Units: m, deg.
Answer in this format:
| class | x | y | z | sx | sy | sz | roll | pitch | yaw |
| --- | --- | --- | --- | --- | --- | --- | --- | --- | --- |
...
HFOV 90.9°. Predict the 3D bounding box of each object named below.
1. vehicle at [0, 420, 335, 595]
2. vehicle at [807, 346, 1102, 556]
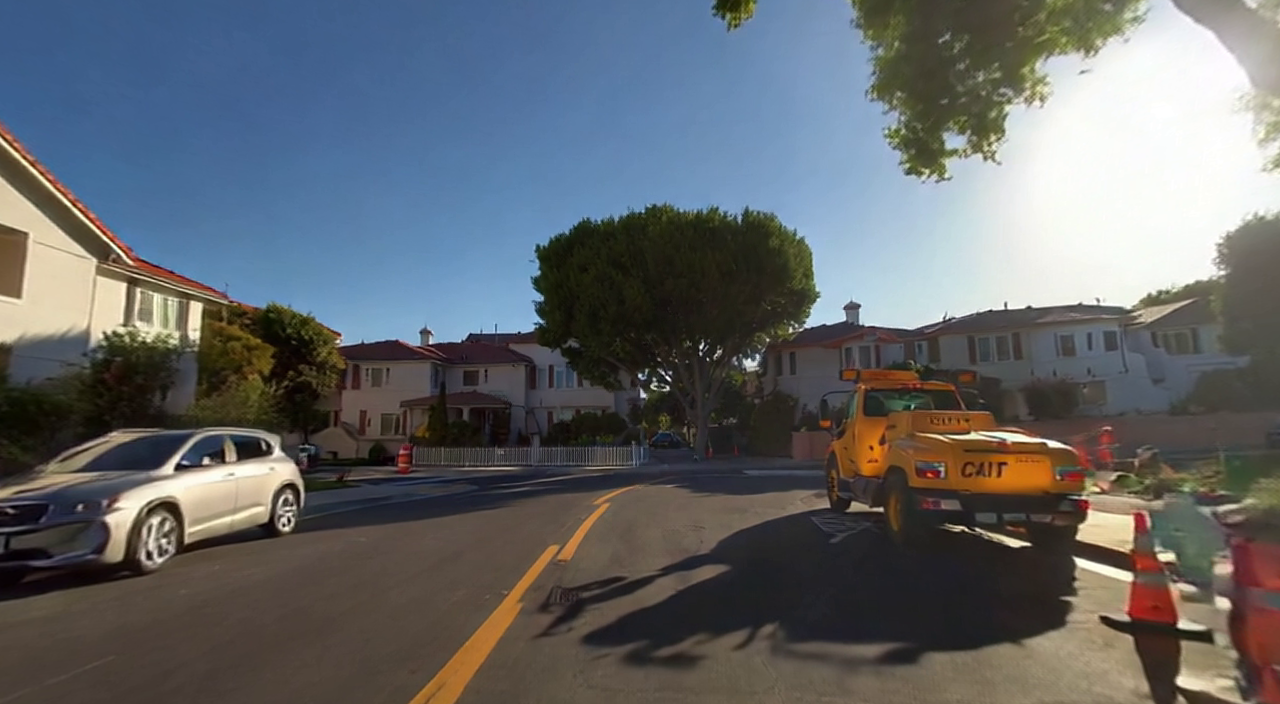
| class | x | y | z | sx | sy | sz | roll | pitch | yaw |
| --- | --- | --- | --- | --- | --- | --- | --- | --- | --- |
| vehicle | -6.663 | 1.931 | 8.919 | 2.220 | 1.765 | 4.799 | 0 | -8 | 1 |
| vehicle | 4.411 | 1.475 | 9.714 | 2.501 | 2.613 | 3.505 | 0 | -9 | -3 |
